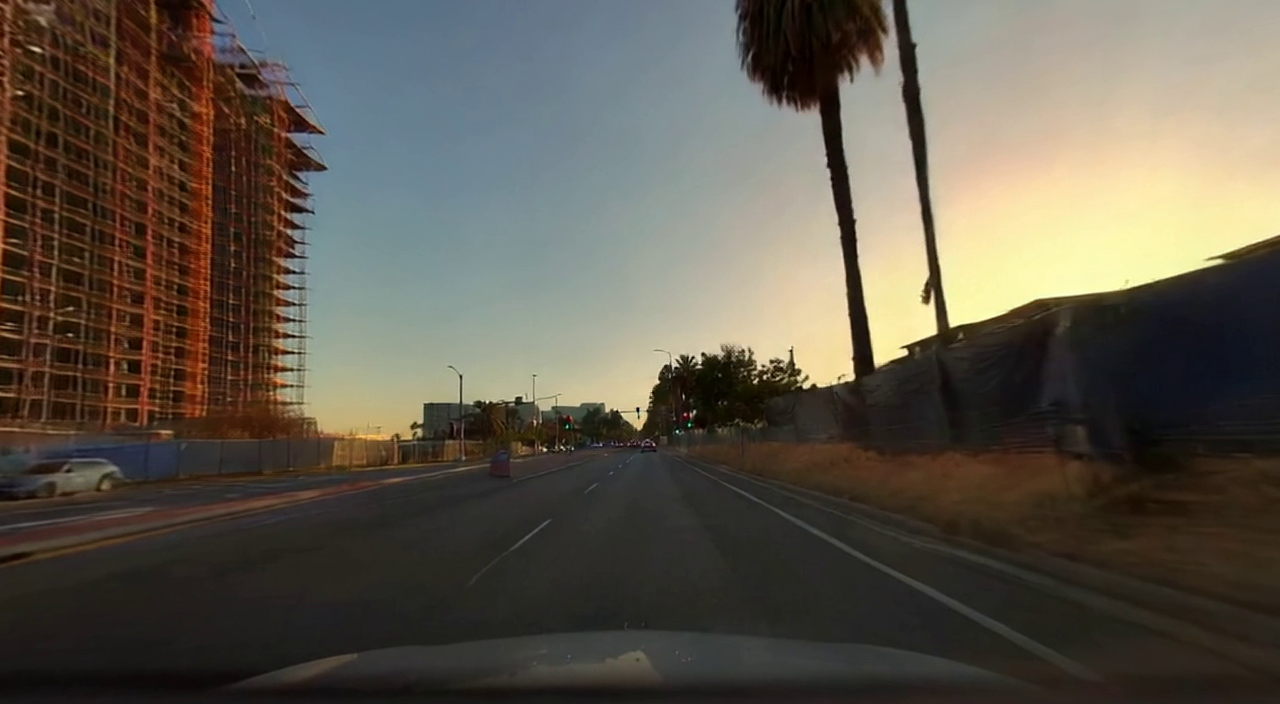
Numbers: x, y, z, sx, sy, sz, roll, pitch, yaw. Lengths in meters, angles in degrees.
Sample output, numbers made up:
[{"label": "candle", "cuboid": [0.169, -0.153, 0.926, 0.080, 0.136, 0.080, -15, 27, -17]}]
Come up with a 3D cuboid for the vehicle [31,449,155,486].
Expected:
[{"label": "vehicle", "cuboid": [-29.622, 6.207, 34.469, 2.213, 1.795, 5.964, 1, -9, -9]}]
